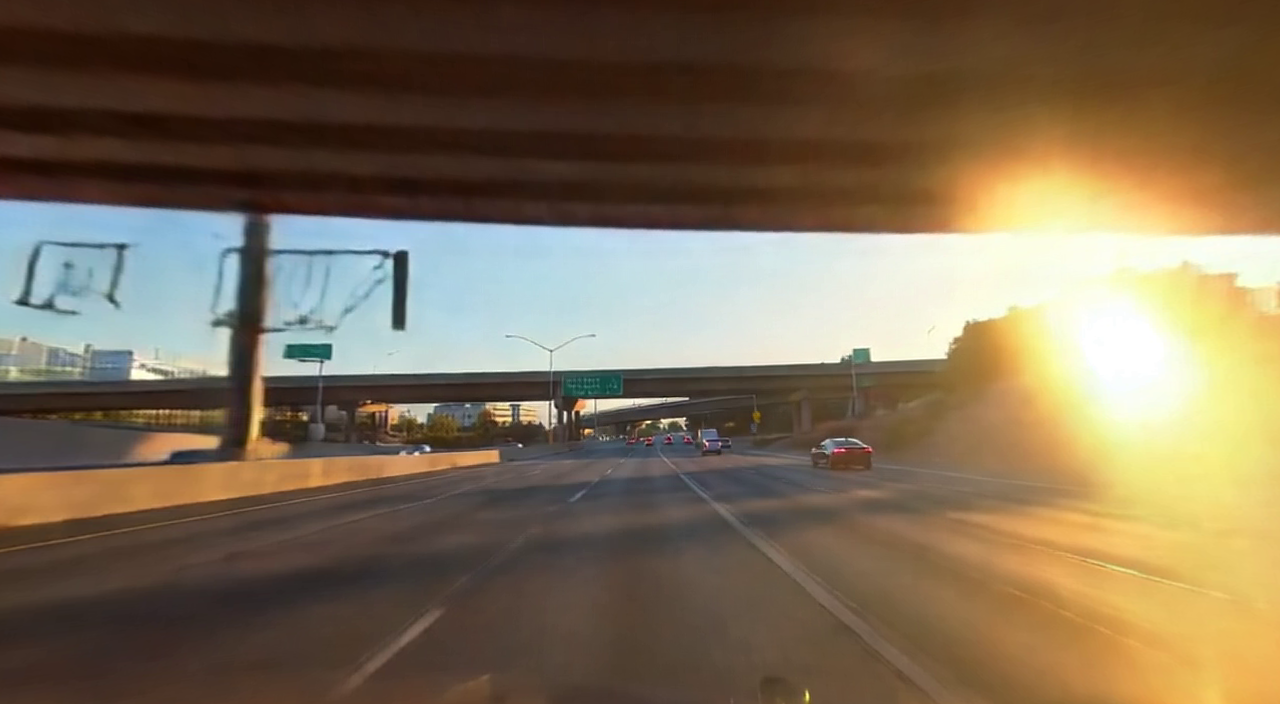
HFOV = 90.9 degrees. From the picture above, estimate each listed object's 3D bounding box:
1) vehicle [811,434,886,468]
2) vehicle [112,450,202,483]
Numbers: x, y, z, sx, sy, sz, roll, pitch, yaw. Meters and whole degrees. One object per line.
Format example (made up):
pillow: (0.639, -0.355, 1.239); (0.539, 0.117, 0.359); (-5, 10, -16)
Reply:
vehicle: (9.936, 4.768, 30.484); (2.000, 1.514, 4.585); (0, -8, -1)
vehicle: (-31.140, 7.341, 40.840); (2.065, 1.859, 4.769); (-2, -8, 0)
